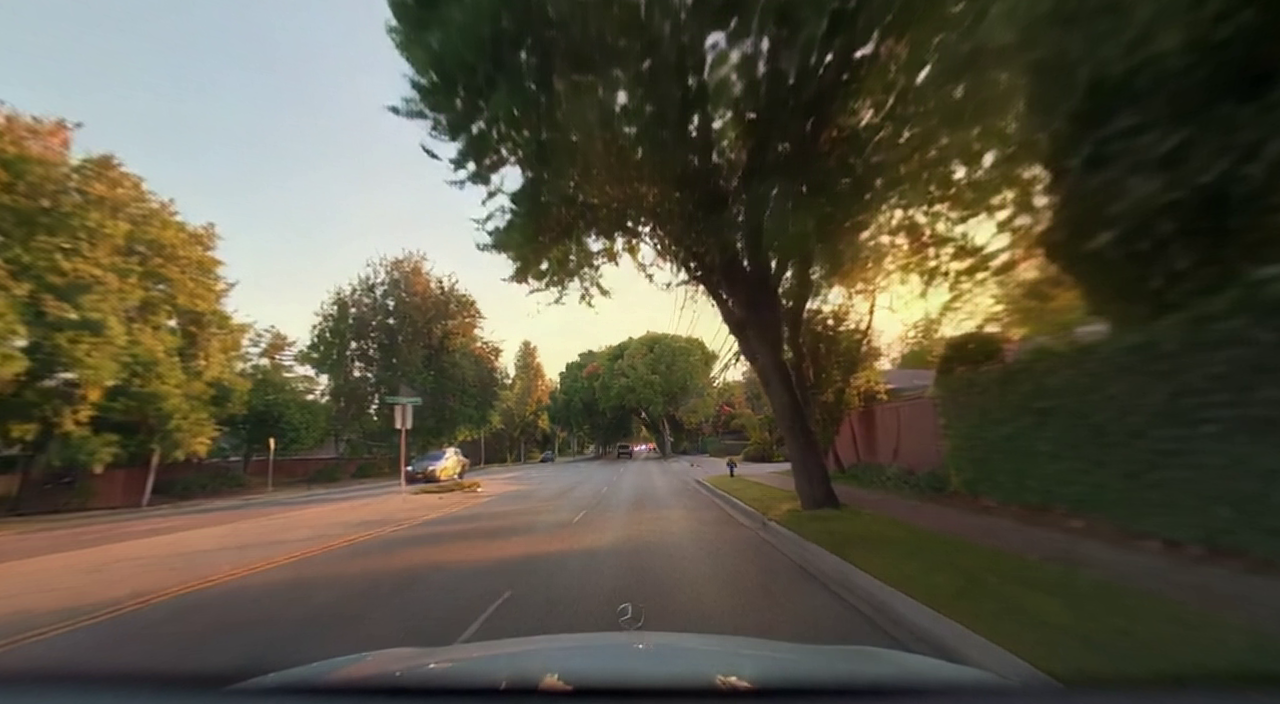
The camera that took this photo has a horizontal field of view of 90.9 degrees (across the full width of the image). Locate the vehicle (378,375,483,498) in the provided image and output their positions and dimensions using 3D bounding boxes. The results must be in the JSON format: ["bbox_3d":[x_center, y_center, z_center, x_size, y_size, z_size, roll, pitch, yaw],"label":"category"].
[{"bbox_3d":[-6.829,2.807,20.993,2.365,3.642,3.374,-2,-8,-1],"label":"vehicle"}]
